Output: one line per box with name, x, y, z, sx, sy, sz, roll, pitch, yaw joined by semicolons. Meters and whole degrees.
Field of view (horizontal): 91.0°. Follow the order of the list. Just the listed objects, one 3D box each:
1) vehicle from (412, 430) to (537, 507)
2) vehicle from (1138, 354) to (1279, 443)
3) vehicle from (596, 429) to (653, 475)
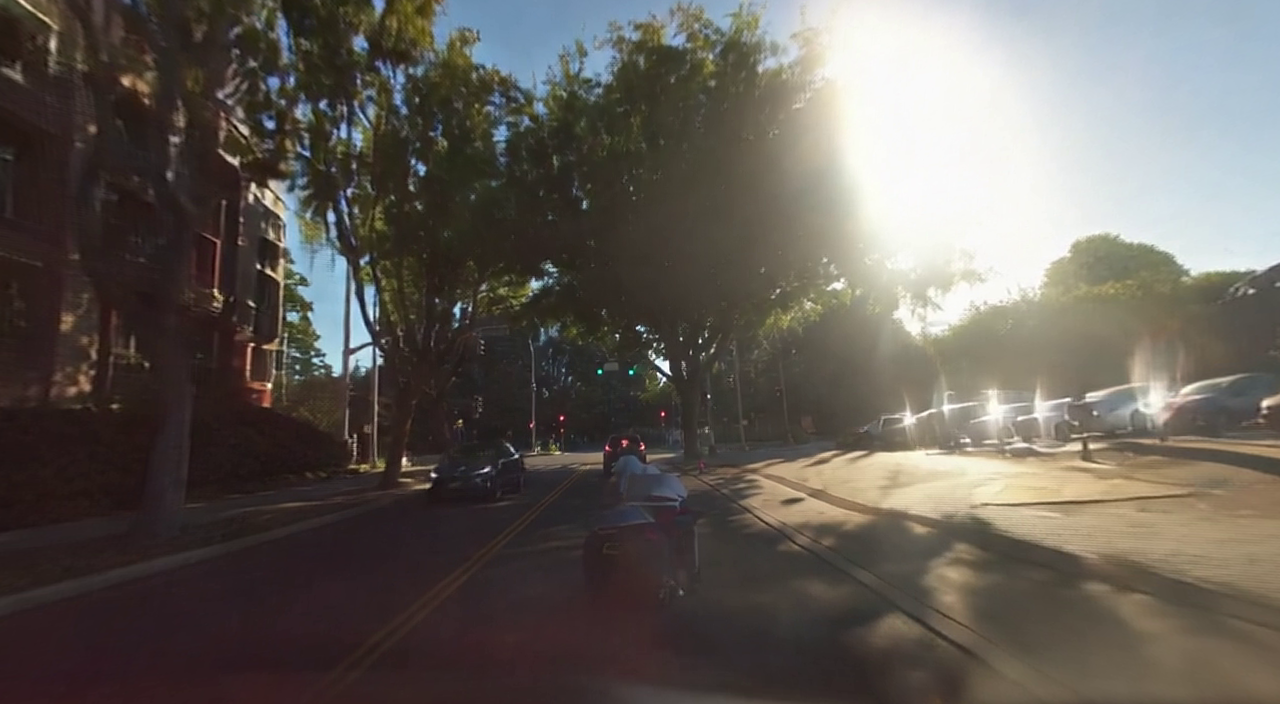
vehicle;-3.863;2.763;15.482;2.057;1.613;4.062;0;-8;-1
vehicle;12.089;0.894;11.617;4.068;1.525;1.859;-1;-8;5
vehicle;-0.568;3.989;25.424;2.142;1.686;3.816;0;-8;0
